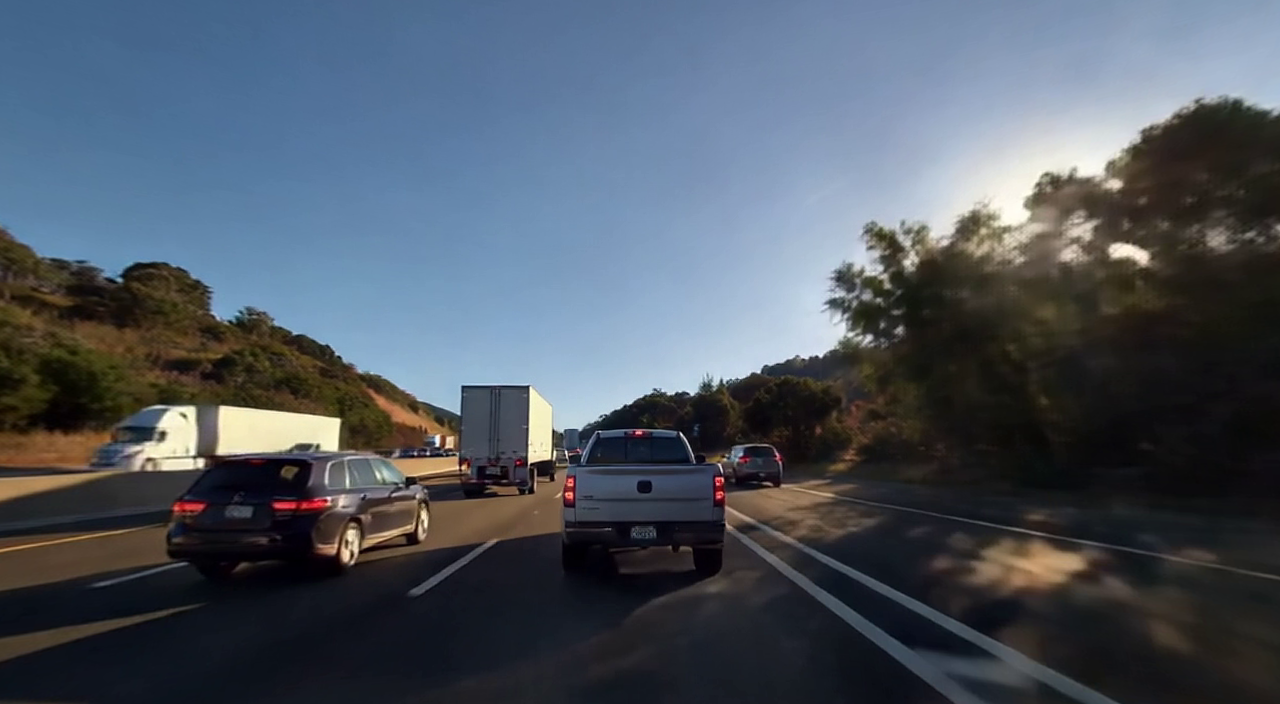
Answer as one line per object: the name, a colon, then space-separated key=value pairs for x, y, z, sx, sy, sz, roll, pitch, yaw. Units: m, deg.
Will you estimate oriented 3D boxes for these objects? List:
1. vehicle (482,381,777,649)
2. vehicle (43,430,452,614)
vehicle: x=-0.100 y=1.360 z=6.066 sx=1.995 sy=1.798 sz=3.380 roll=0 pitch=-9 yaw=-1
vehicle: x=-3.933 y=1.759 z=7.504 sx=1.986 sy=1.501 sz=4.407 roll=-1 pitch=-9 yaw=1
